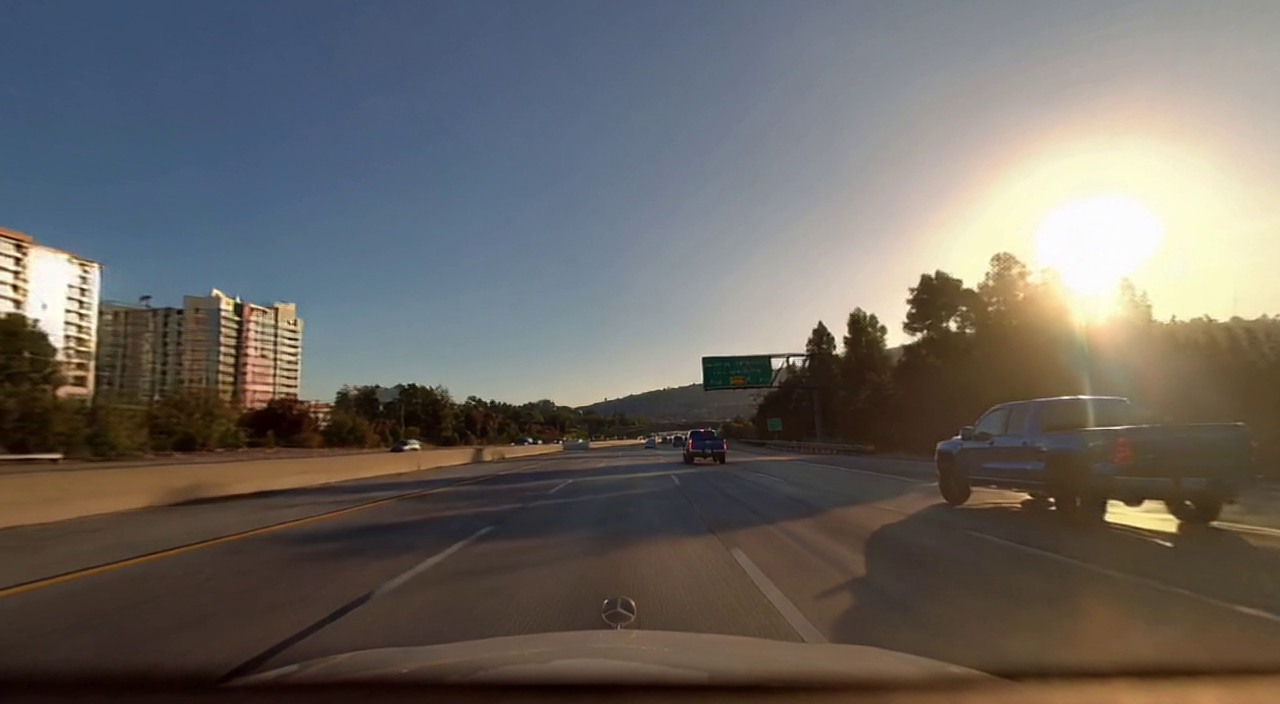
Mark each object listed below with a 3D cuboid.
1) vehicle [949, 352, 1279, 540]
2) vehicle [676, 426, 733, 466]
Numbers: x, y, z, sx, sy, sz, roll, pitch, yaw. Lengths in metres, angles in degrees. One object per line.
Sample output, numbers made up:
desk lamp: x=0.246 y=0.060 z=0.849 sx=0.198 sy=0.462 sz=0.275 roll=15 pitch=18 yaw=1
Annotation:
vehicle: x=7.579 y=1.518 z=10.389 sx=2.158 sy=2.268 sz=5.396 roll=0 pitch=-9 yaw=0
vehicle: x=3.383 y=5.102 z=34.202 sx=2.462 sy=1.984 sz=4.718 roll=0 pitch=-8 yaw=-1
